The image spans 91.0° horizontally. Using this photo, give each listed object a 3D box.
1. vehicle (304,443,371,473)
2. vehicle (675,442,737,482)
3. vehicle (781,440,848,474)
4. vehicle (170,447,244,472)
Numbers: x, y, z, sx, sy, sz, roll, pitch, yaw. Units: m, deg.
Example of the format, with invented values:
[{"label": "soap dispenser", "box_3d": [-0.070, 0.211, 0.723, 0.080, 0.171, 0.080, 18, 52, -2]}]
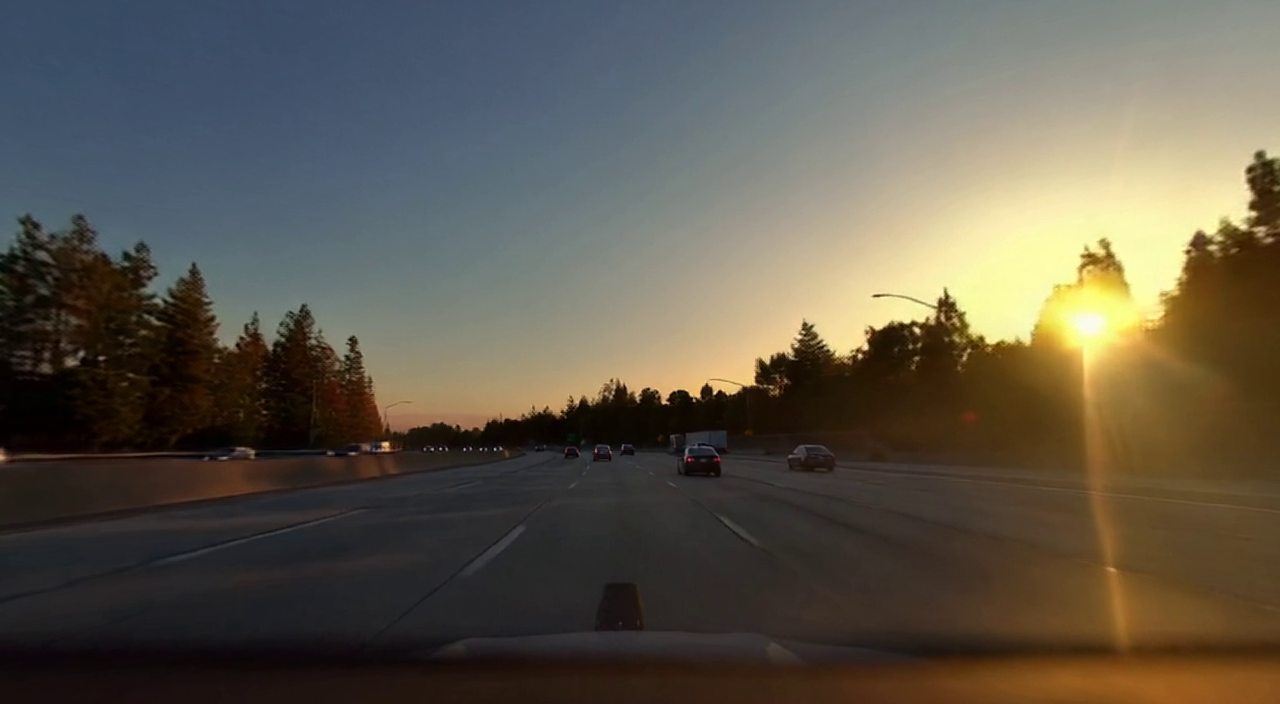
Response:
[{"label": "vehicle", "box_3d": [-17.703, 6.201, 37.048, 1.927, 1.668, 4.237, 0, -9, -2]}, {"label": "vehicle", "box_3d": [2.692, 4.604, 26.633, 1.975, 1.562, 3.823, 1, -9, -4]}, {"label": "vehicle", "box_3d": [9.173, 5.567, 33.470, 1.909, 1.634, 4.739, 1, -9, -4]}, {"label": "vehicle", "box_3d": [-28.821, 7.139, 42.079, 1.886, 1.533, 4.395, 0, -9, -2]}]
